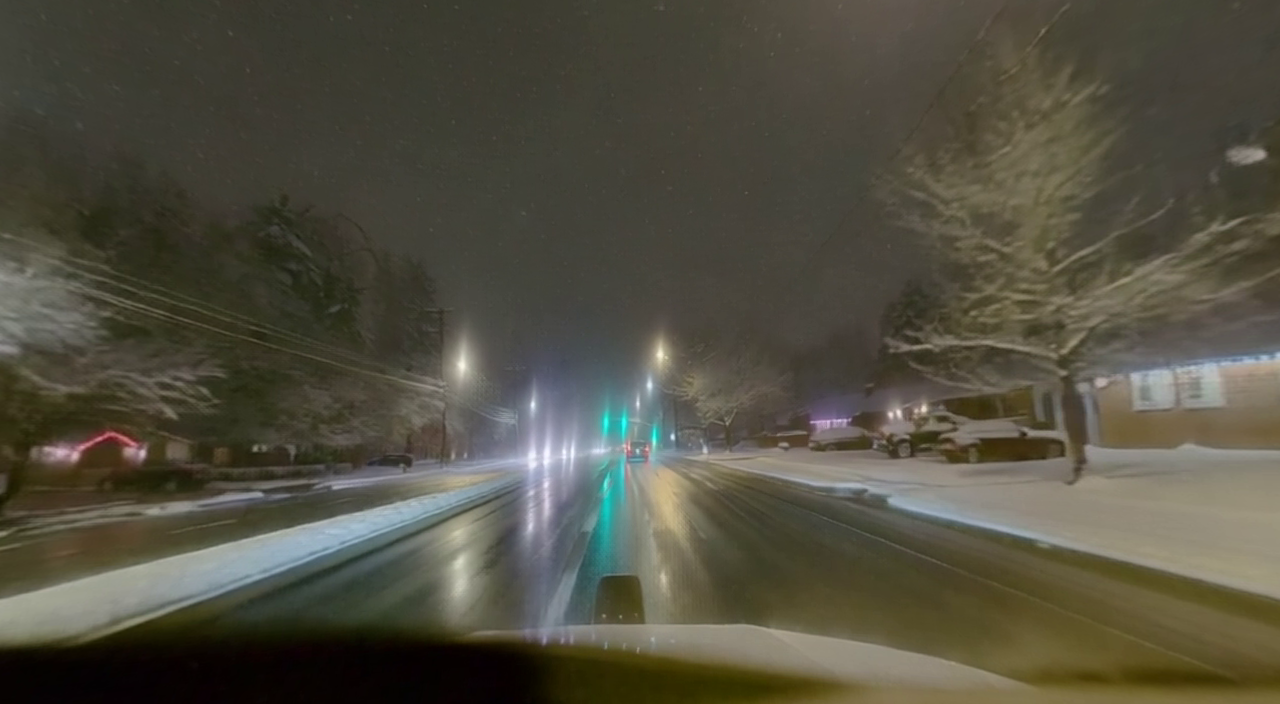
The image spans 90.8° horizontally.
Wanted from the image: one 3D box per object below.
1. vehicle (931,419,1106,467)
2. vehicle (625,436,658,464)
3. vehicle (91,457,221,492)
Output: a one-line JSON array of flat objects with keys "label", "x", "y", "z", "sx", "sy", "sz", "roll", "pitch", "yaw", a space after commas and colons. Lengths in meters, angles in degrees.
[{"label": "vehicle", "x": 12.096, "y": 2.939, "z": 20.413, "sx": 4.415, "sy": 1.467, "sz": 1.865, "roll": 0, "pitch": -8, "yaw": 0}, {"label": "vehicle", "x": 0.046, "y": 6.841, "z": 44.154, "sx": 2.215, "sy": 1.799, "sz": 4.426, "roll": 0, "pitch": -8, "yaw": -2}, {"label": "vehicle", "x": -22.197, "y": 5.623, "z": 29.111, "sx": 4.363, "sy": 1.503, "sz": 1.859, "roll": 0, "pitch": -8, "yaw": -3}]
